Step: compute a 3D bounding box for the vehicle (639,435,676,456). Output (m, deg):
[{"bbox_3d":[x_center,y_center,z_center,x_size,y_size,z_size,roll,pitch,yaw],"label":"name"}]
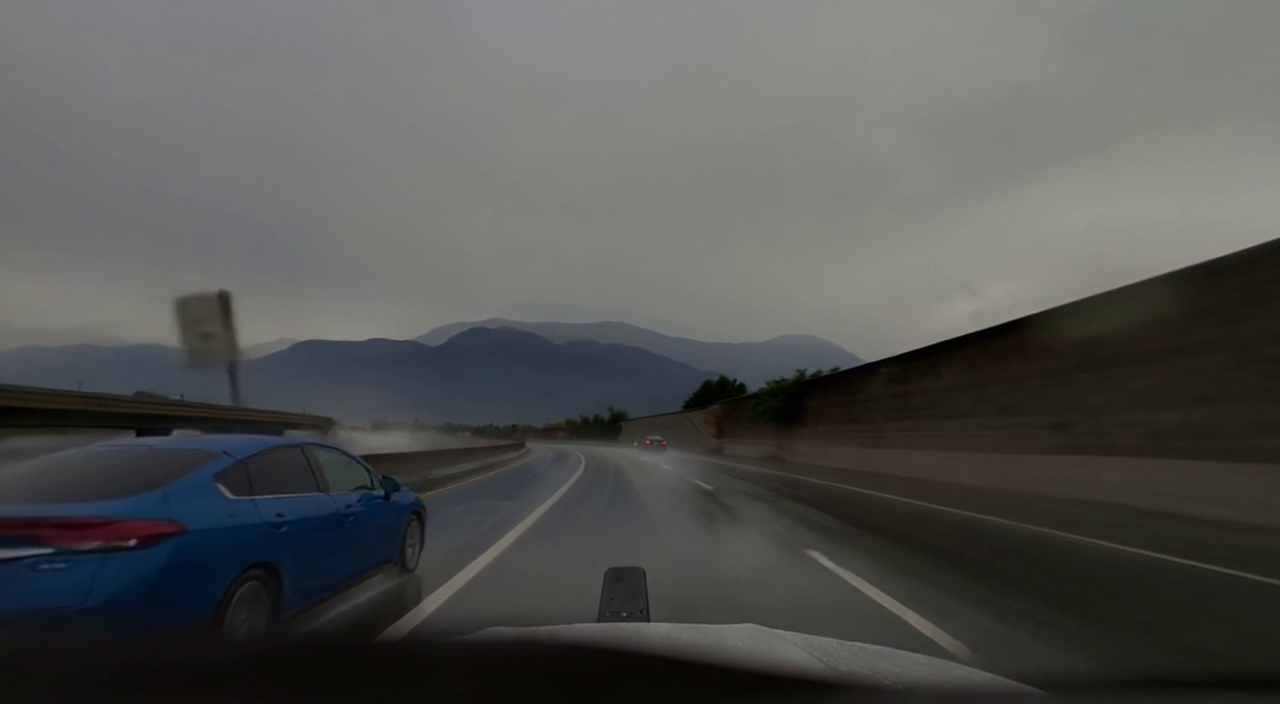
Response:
[{"bbox_3d":[1.202,6.890,46.350,1.985,1.440,4.466,1,-8,-8],"label":"vehicle"}]
